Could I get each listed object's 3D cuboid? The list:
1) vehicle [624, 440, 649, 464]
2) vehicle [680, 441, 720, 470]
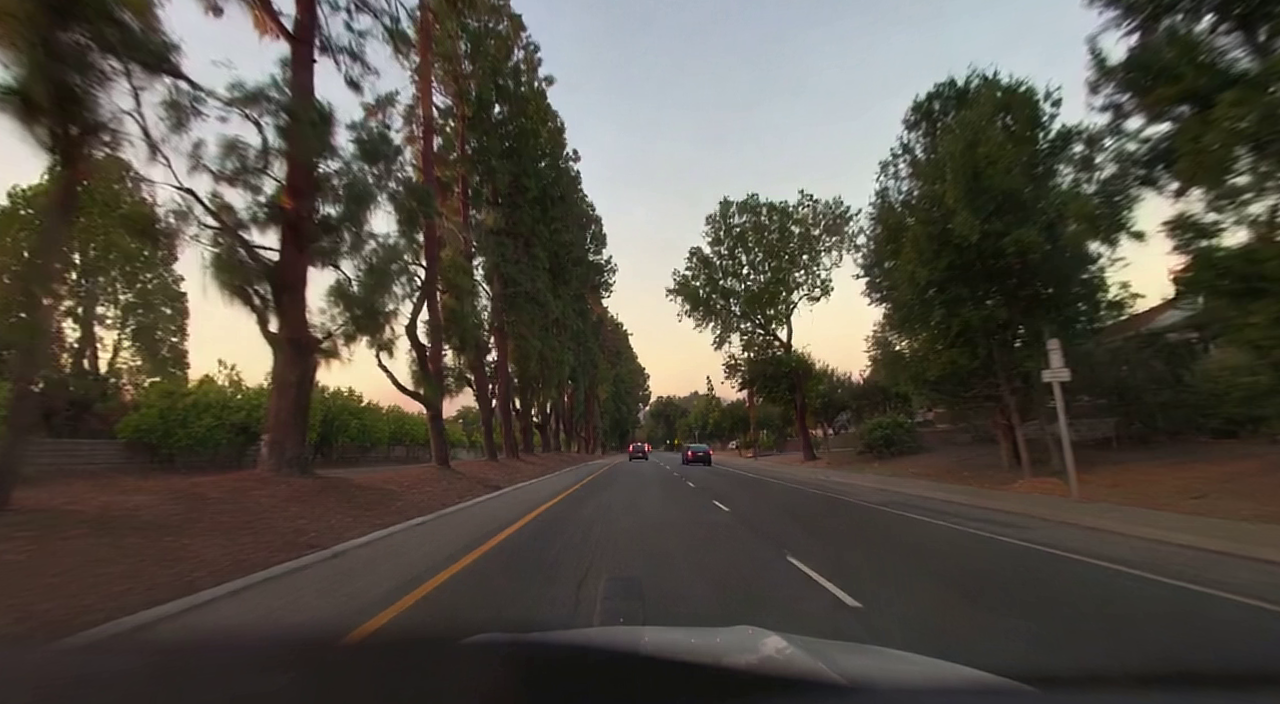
[{"bbox_3d":[-0.294,7.855,49.680,1.925,1.799,4.257,0,-9,-1],"label":"vehicle"},{"bbox_3d":[3.561,6.185,38.014,1.888,1.640,4.044,0,-9,-2],"label":"vehicle"}]
